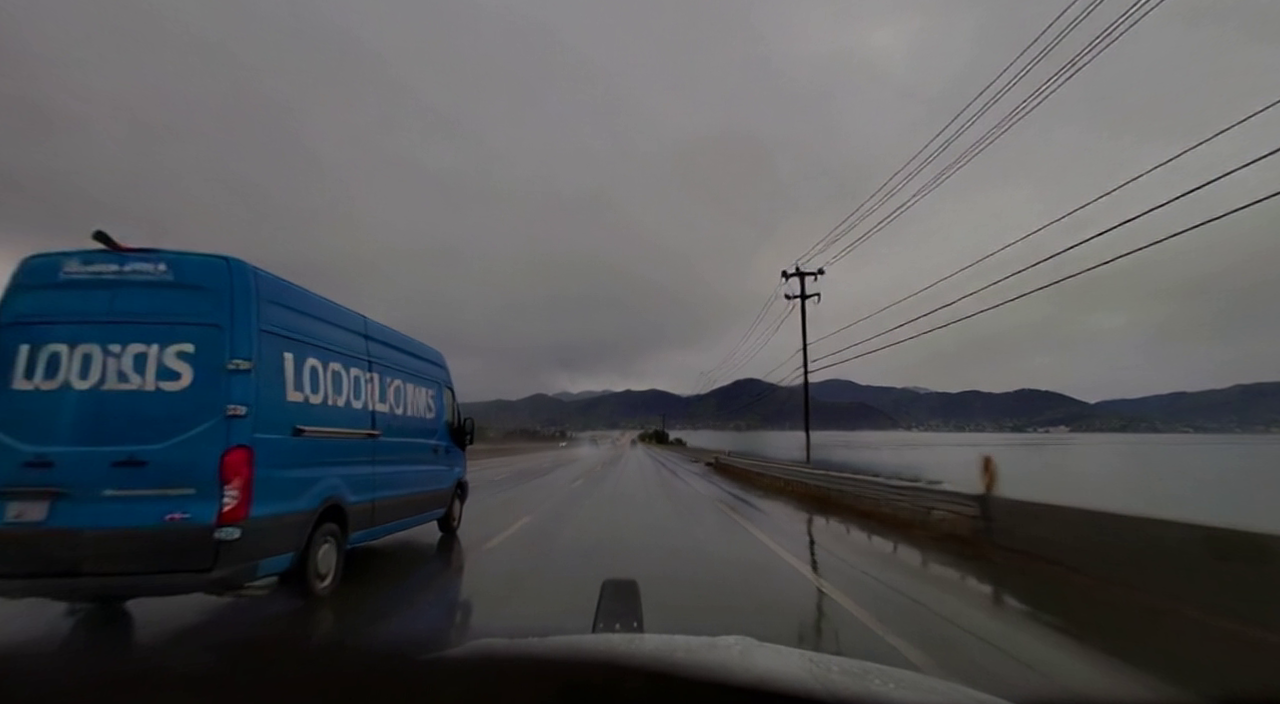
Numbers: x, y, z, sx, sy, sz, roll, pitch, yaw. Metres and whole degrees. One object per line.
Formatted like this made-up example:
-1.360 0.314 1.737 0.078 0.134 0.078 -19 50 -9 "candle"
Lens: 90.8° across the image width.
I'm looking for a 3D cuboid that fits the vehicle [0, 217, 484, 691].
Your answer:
-3.729 1.004 6.978 2.331 2.757 6.581 0 -8 0 "vehicle"
